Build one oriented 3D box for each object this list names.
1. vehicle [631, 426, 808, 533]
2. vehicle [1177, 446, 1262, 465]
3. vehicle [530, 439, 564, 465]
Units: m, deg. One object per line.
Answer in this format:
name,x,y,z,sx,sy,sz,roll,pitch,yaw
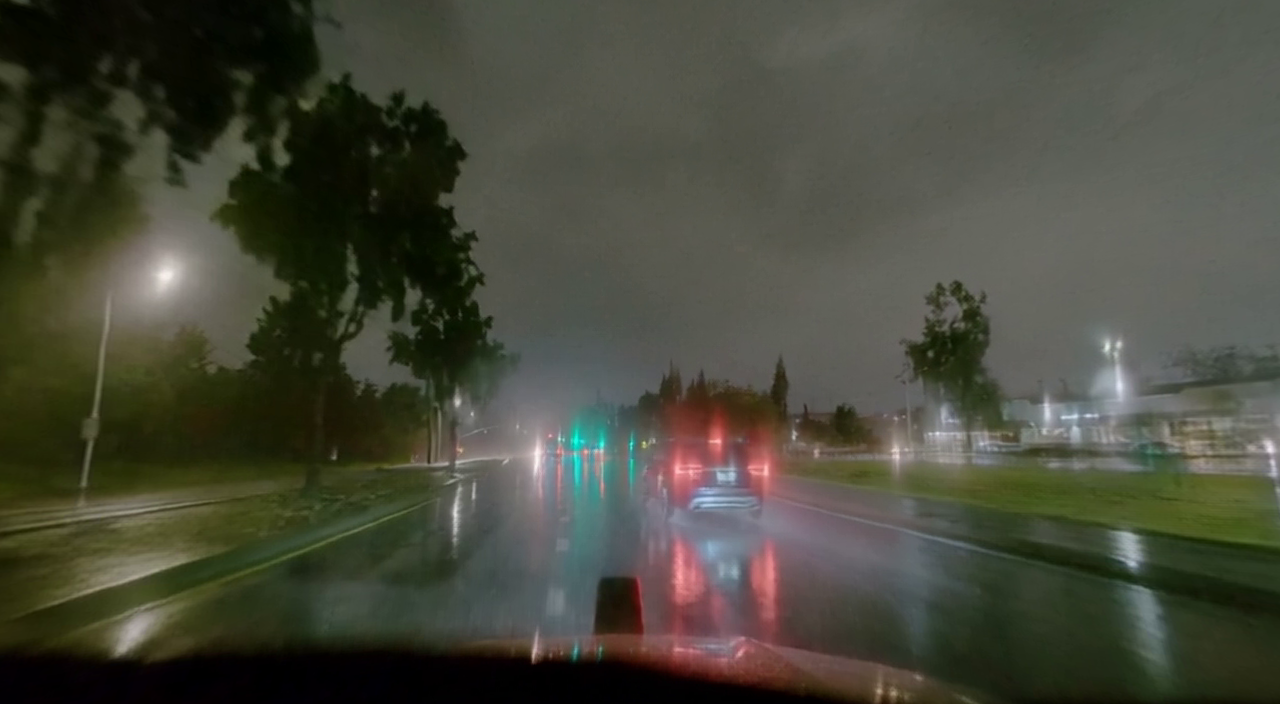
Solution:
vehicle,1.204,2.325,12.168,2.235,1.597,4.918,1,-9,-7
vehicle,43.345,7.729,47.205,1.733,1.399,4.510,1,-9,-7
vehicle,-6.481,7.042,44.443,2.189,1.776,4.342,1,-9,-6
